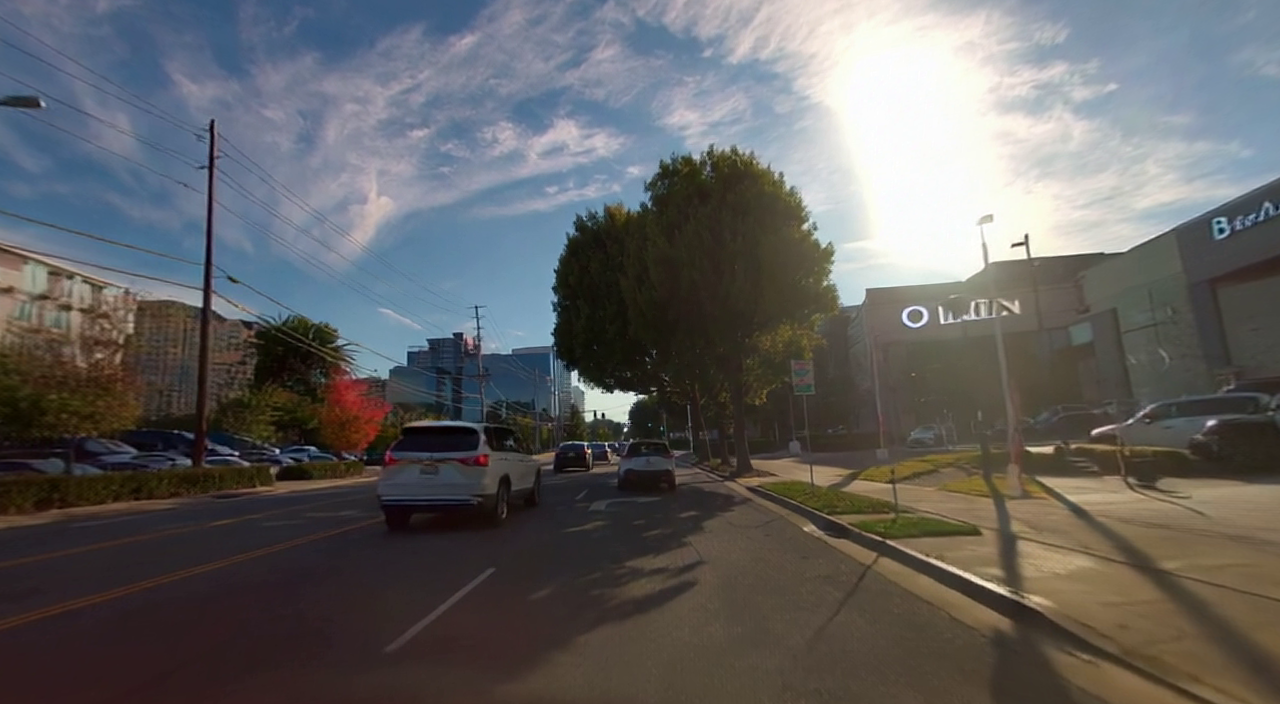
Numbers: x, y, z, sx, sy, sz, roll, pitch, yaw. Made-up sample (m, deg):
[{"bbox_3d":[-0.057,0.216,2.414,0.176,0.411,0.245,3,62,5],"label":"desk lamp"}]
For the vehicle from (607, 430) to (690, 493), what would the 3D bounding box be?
[{"bbox_3d":[0.221,3.115,18.291,2.108,1.612,4.246,0,-8,0],"label":"vehicle"}]

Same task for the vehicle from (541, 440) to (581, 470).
[{"bbox_3d":[-4.780,6.265,38.503,1.862,1.694,4.315,0,-8,0],"label":"vehicle"}]

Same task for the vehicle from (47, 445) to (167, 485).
[{"bbox_3d":[-29.304,6.193,34.751,4.703,2.084,2.143,0,-9,4],"label":"vehicle"}]

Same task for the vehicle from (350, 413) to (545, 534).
[{"bbox_3d":[-3.398,2.271,12.478,2.064,1.859,5.154,0,-8,2],"label":"vehicle"}]

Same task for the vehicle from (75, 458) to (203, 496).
[{"bbox_3d":[-23.033,5.725,29.250,1.862,1.468,4.708,0,-8,4],"label":"vehicle"}]
